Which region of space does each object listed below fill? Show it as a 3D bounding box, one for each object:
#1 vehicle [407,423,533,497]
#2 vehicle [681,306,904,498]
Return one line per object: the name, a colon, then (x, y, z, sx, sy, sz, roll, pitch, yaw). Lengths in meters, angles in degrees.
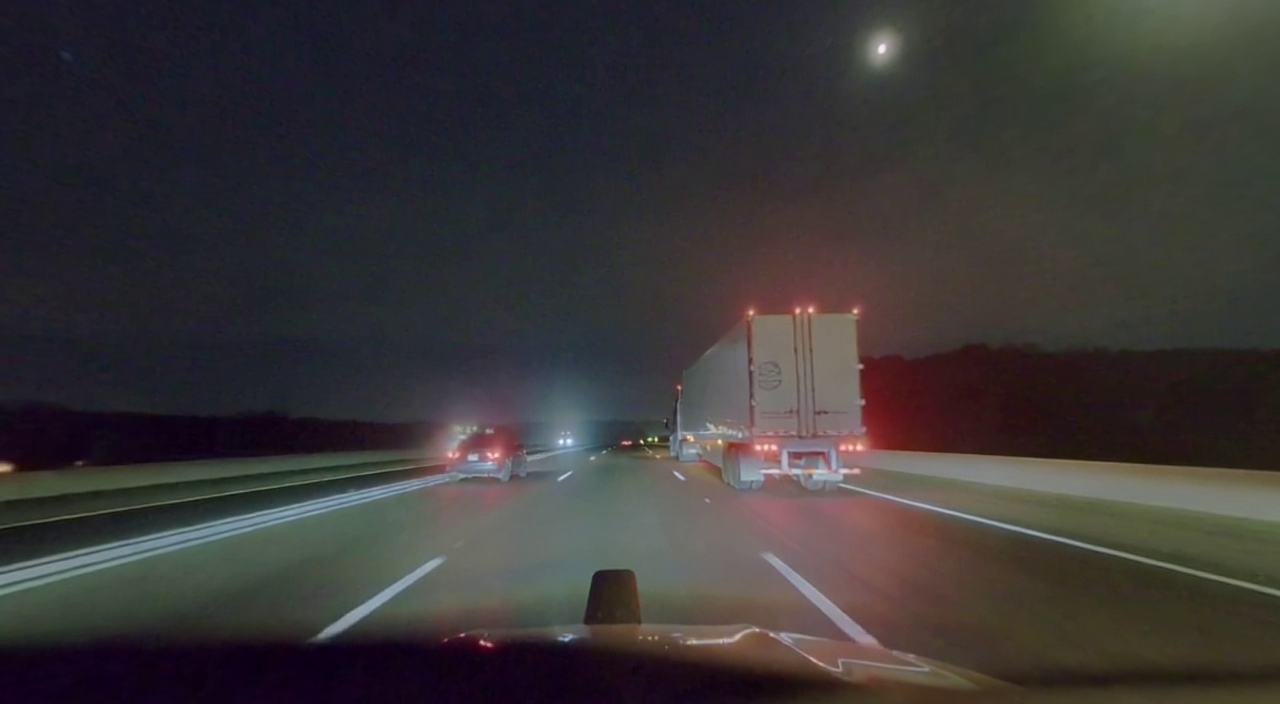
vehicle: (-4.107, 2.666, 15.988, 2.044, 1.604, 4.144, 0, -8, 0)
vehicle: (3.844, 2.255, 22.422, 3.144, 4.168, 17.594, 0, -8, -2)
